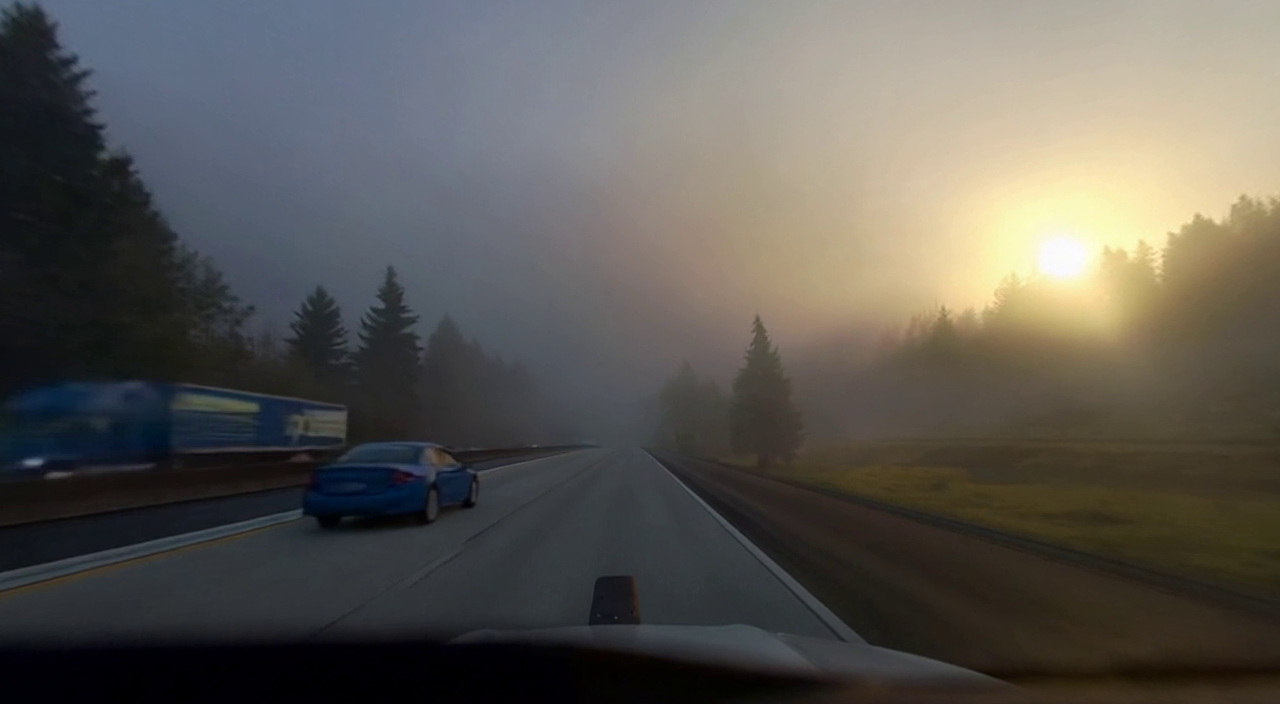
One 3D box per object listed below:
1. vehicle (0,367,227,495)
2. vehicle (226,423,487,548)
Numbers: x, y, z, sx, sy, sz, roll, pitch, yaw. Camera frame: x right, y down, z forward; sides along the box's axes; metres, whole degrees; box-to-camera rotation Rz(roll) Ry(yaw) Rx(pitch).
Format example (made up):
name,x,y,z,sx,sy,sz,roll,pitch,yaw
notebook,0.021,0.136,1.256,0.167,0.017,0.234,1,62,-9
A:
name,x,y,z,sx,sy,sz,roll,pitch,yaw
vehicle,-17.772,2.749,21.714,2.950,3.801,5.860,0,-8,-1
vehicle,-4.265,2.077,10.607,2.202,1.587,4.754,0,-8,0
